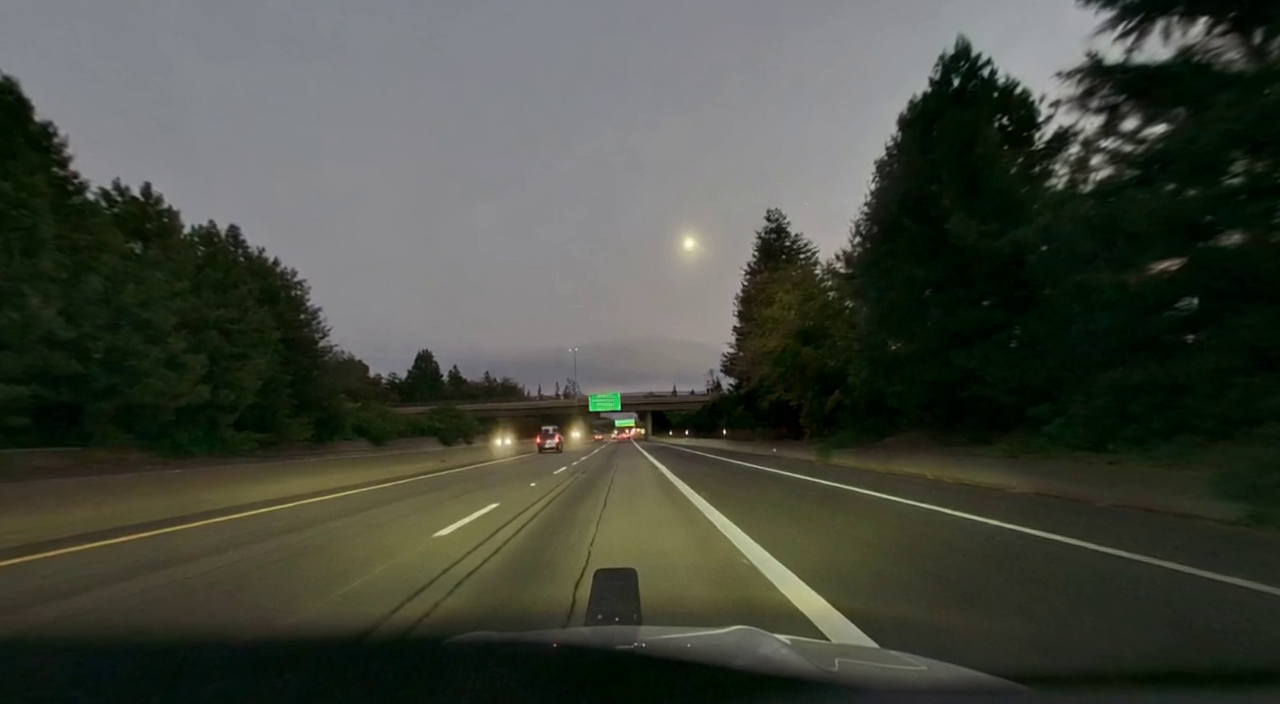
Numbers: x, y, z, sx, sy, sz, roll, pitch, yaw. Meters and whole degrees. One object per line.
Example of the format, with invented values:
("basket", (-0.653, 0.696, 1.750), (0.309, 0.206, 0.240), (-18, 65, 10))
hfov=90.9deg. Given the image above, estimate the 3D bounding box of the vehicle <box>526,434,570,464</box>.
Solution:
("vehicle", (-4.950, 5.245, 34.353), (1.871, 1.489, 4.093), (0, -8, -1))
